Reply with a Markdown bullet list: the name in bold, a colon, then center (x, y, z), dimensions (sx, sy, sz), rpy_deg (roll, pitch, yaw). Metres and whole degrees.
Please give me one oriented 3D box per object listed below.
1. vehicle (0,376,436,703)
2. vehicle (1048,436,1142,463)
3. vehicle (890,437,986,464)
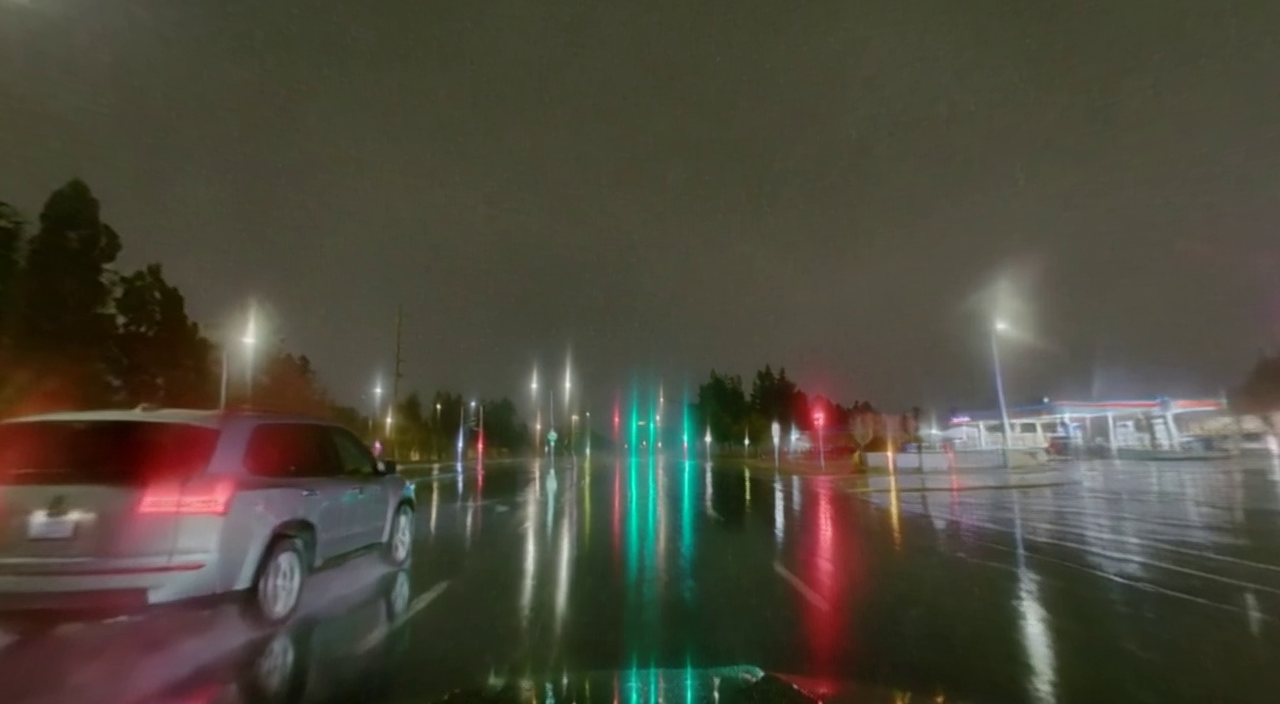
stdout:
- **vehicle**: center (-3.448, 1.279, 5.126), dimensions (2.039, 1.656, 4.710), rpy_deg (0, -9, -1)
- **vehicle**: center (30.058, 6.461, 41.733), dimensions (4.507, 1.752, 2.016), rpy_deg (-1, -9, 9)
- **vehicle**: center (17.478, 5.845, 37.146), dimensions (4.671, 1.466, 1.937), rpy_deg (0, -10, 5)
